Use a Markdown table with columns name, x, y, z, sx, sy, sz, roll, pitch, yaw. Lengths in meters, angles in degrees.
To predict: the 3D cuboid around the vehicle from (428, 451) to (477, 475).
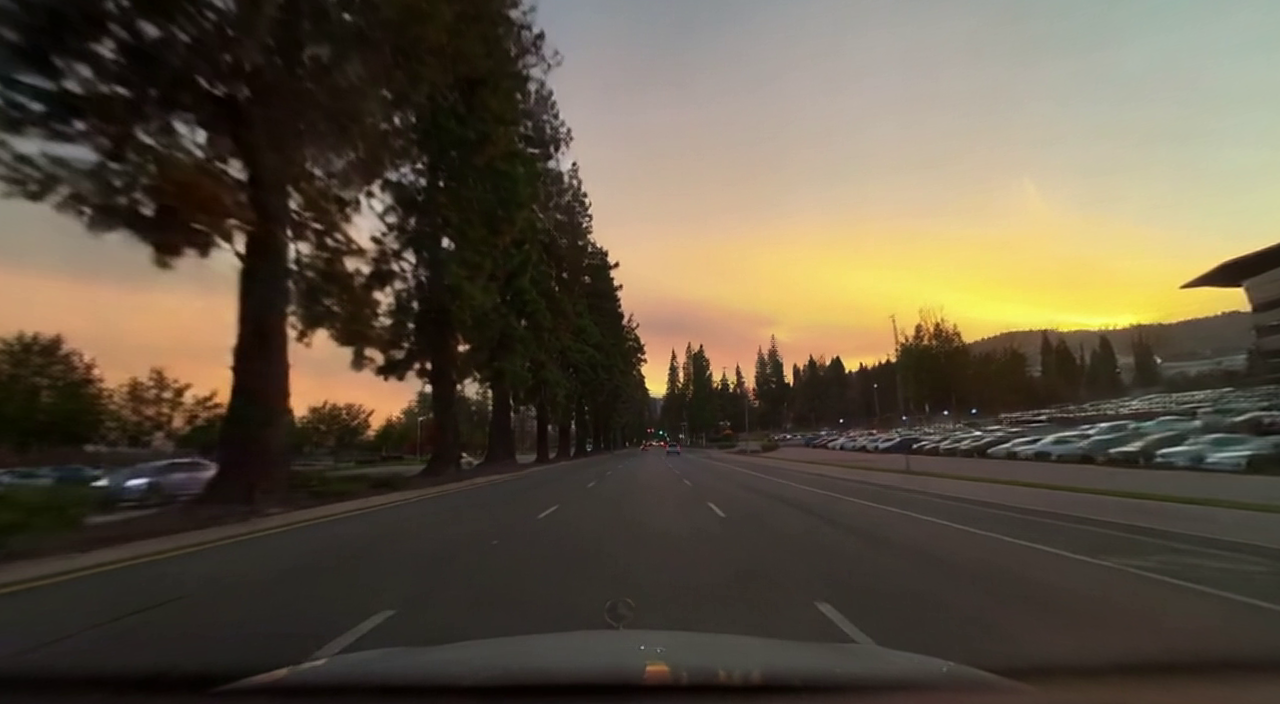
| name | x | y | z | sx | sy | sz | roll | pitch | yaw |
| --- | --- | --- | --- | --- | --- | --- | --- | --- | --- |
| vehicle | -12.934 | 7.678 | 43.933 | 1.863 | 1.456 | 4.579 | 0 | -8 | 2 |

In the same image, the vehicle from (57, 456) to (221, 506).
| name | x | y | z | sx | sy | sz | roll | pitch | yaw |
| --- | --- | --- | --- | --- | --- | --- | --- | --- | --- |
| vehicle | -17.438 | 4.488 | 22.379 | 1.907 | 1.483 | 4.643 | 0 | -8 | 2 |
